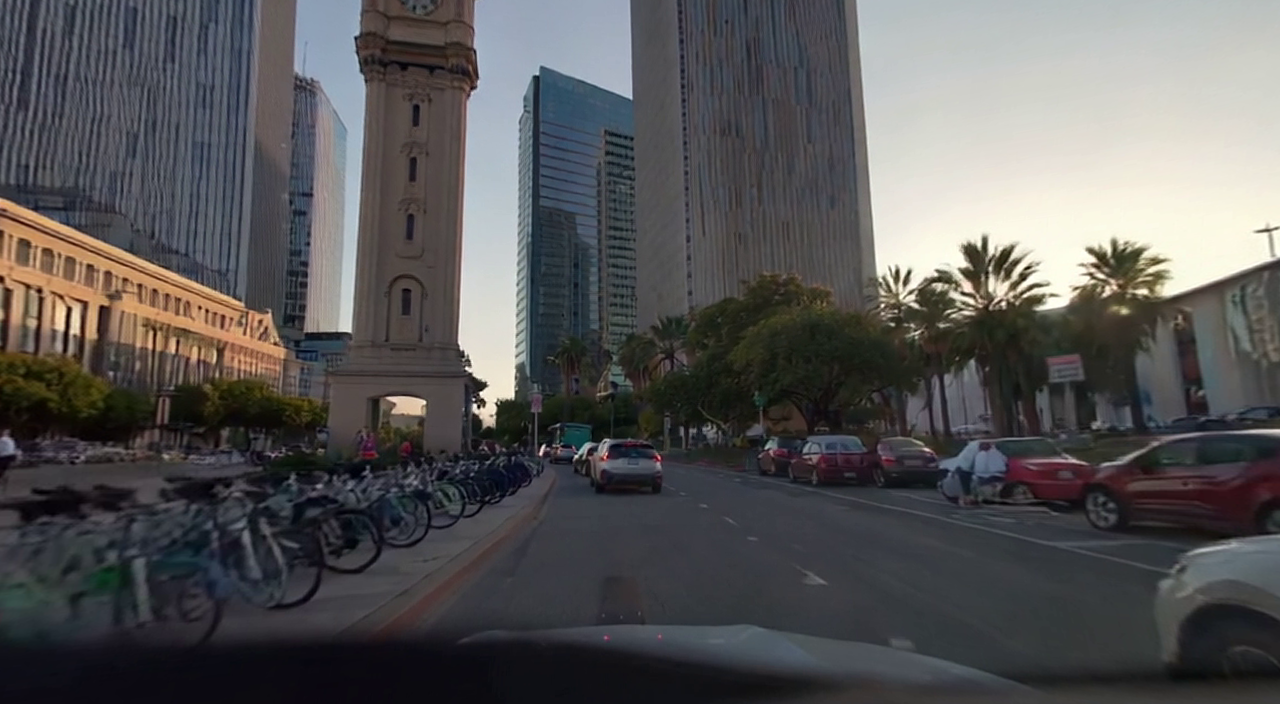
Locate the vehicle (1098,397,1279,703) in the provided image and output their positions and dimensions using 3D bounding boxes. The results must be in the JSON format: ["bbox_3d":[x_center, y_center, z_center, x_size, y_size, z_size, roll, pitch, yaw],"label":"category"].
[{"bbox_3d":[3.515,0.716,0.898,2.116,1.500,4.702,0,-8,-2],"label":"vehicle"}]

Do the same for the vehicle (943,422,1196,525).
[{"bbox_3d":[8.204,2.322,12.676,1.860,1.684,4.211,1,-8,-5],"label":"vehicle"}]

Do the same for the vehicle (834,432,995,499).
[{"bbox_3d":[7.639,3.189,18.304,1.945,1.623,5.013,1,-8,-7],"label":"vehicle"}]

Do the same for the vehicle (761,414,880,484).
[{"bbox_3d":[6.882,3.791,24.928,2.377,2.429,5.532,1,-8,-8],"label":"vehicle"}]

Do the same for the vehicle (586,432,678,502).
[{"bbox_3d":[-0.338,2.960,16.728,2.111,1.605,3.832,1,-8,-5],"label":"vehicle"}]

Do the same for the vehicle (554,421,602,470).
[{"bbox_3d":[-4.089,5.984,40.701,2.400,2.872,6.053,2,-8,-11],"label":"vehicle"}]
